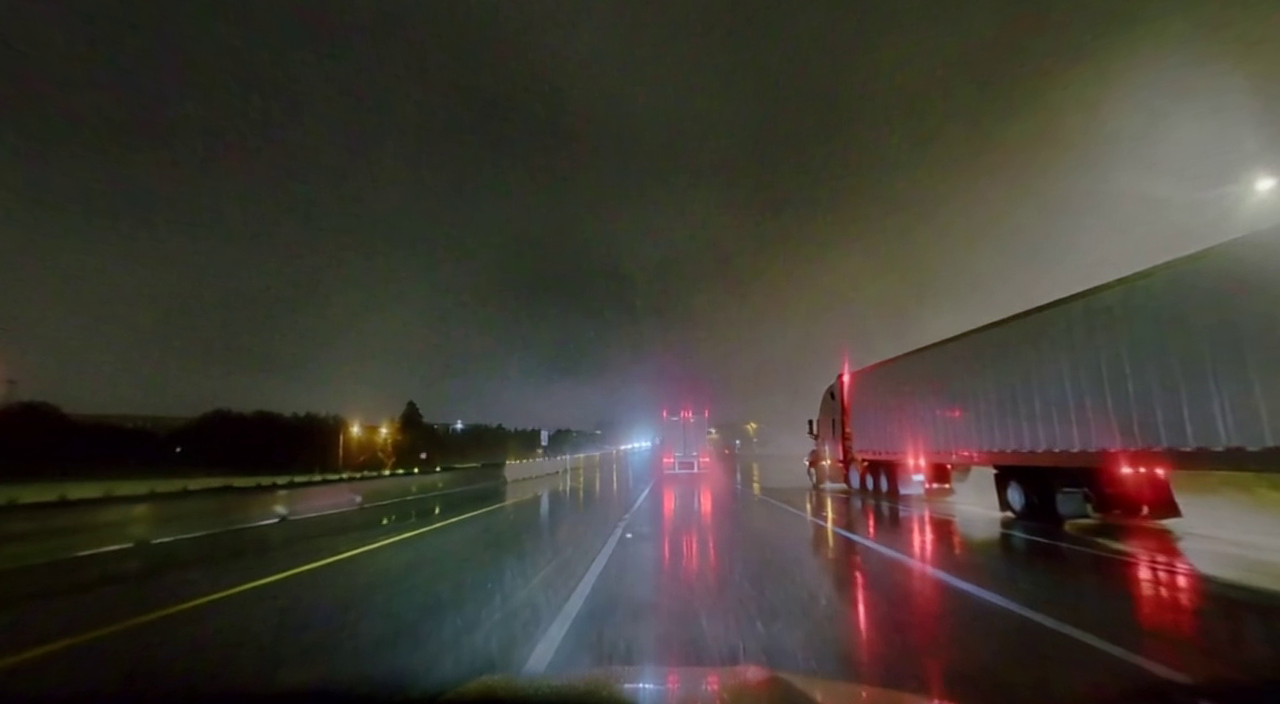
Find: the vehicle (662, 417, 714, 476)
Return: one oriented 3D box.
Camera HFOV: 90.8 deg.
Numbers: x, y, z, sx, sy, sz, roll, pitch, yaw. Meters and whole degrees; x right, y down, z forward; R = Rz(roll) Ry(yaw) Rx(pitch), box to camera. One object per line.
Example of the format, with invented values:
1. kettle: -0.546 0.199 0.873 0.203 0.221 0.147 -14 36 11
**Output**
1. vehicle: 3.471 6.939 46.165 3.244 3.713 12.155 -1 -9 4
